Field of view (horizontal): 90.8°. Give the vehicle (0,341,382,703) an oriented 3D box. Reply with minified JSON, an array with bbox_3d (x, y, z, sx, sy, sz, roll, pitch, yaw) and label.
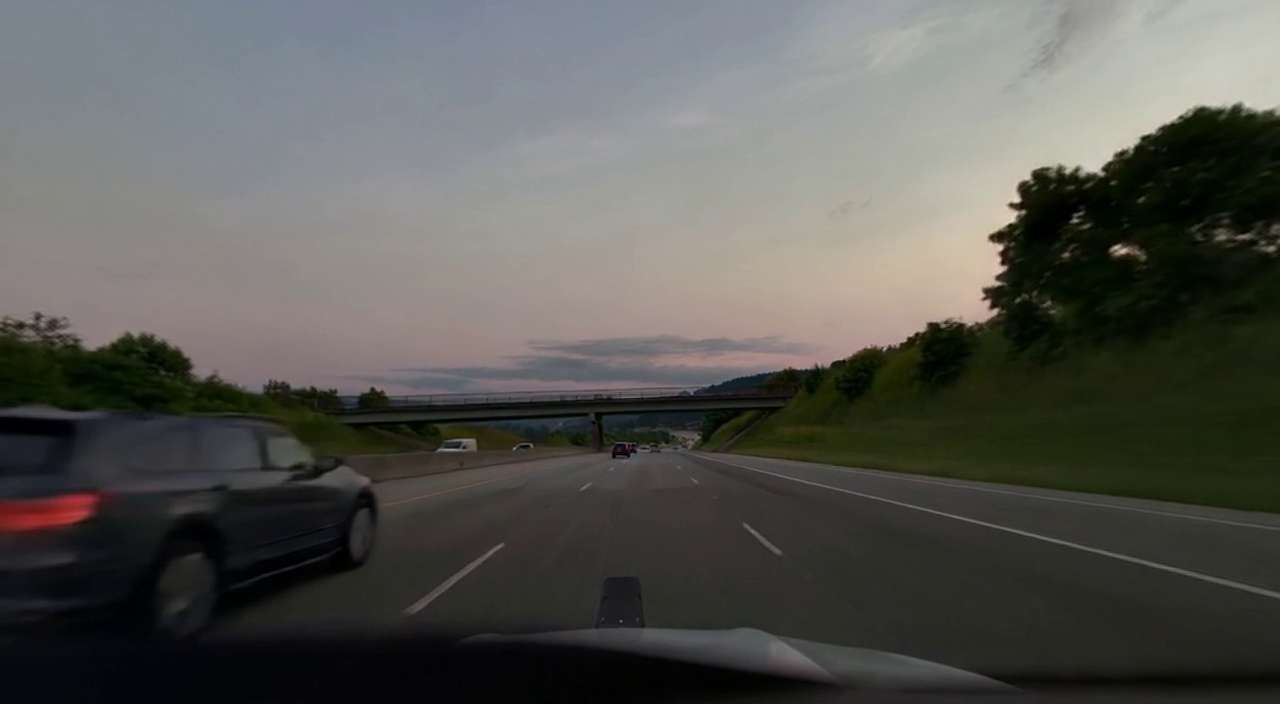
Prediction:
[{"bbox_3d":[-3.674,1.023,3.845,2.181,1.730,4.517,0,-9,1],"label":"vehicle"}]

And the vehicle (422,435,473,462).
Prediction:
[{"bbox_3d":[-14.240,7.200,46.978,2.078,1.841,5.188,0,-9,2],"label":"vehicle"}]
